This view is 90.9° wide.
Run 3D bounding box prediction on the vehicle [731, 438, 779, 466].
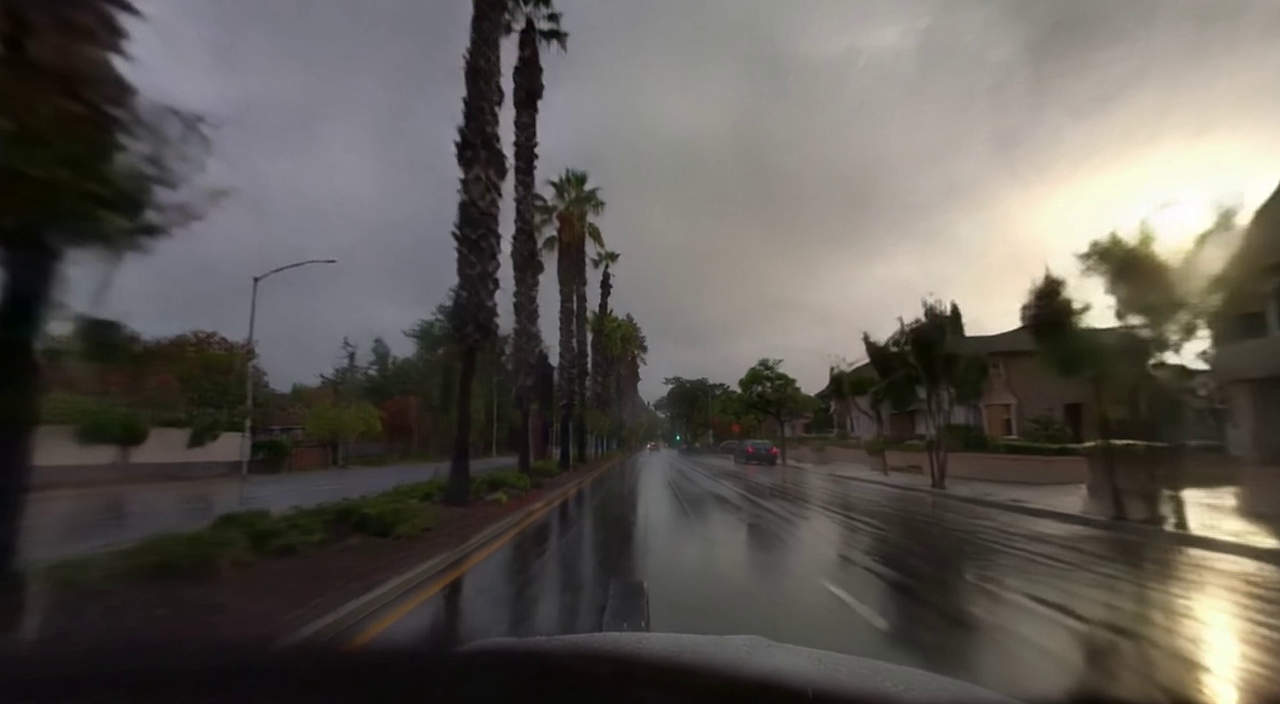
[{"bbox_3d":[7.181,6.281,39.862,2.126,1.639,4.539,0,-8,0],"label":"vehicle"}]
